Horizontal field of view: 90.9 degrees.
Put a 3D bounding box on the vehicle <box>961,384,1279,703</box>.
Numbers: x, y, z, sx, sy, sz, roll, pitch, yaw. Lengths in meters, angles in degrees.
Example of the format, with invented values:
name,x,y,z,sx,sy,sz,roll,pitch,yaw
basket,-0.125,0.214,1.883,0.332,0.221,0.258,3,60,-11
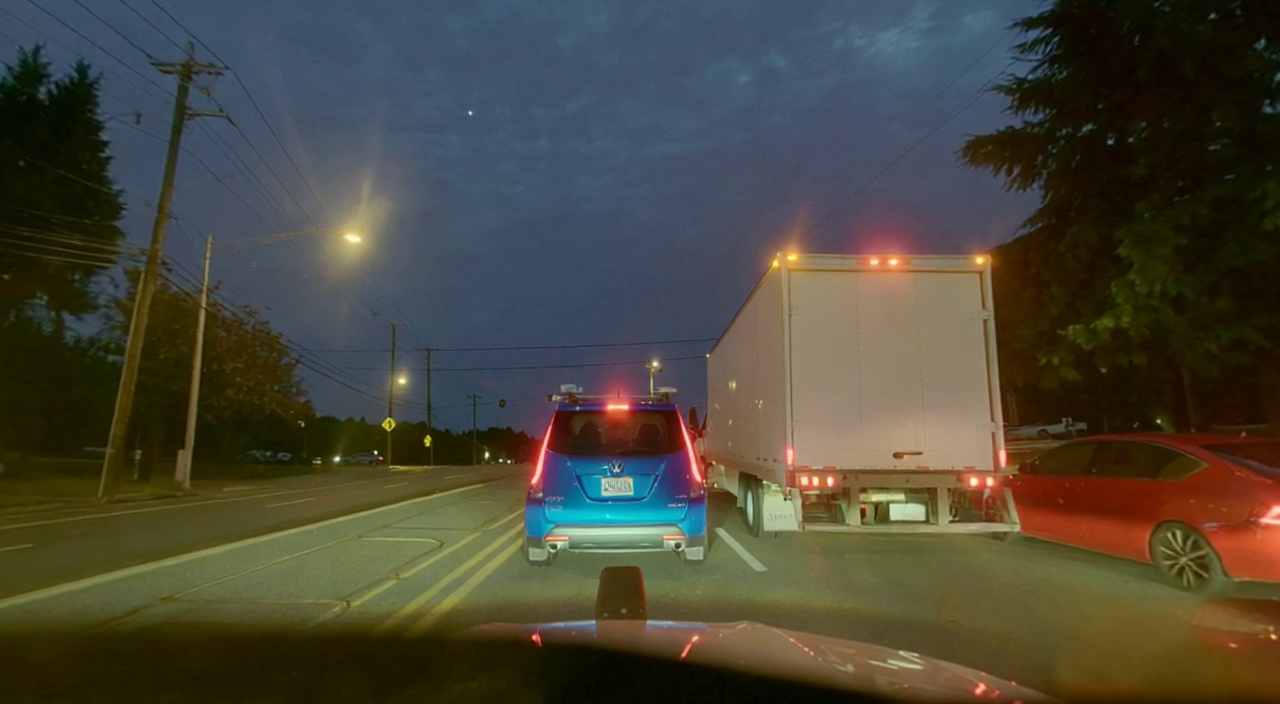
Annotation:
name,x,y,z,sx,sy,sz,roll,pitch,yaw
vehicle,2.832,0.747,1.196,1.971,1.484,4.728,0,-8,0

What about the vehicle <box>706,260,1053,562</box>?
name,x,y,z,sx,sy,sz,roll,pitch,yaw
vehicle,3.228,1.274,11.839,2.915,3.559,8.848,0,-8,0

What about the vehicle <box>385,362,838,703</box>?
name,x,y,z,sx,sy,sz,roll,pitch,yaw
vehicle,-0.129,1.223,5.140,2.114,1.732,4.230,0,-8,0
